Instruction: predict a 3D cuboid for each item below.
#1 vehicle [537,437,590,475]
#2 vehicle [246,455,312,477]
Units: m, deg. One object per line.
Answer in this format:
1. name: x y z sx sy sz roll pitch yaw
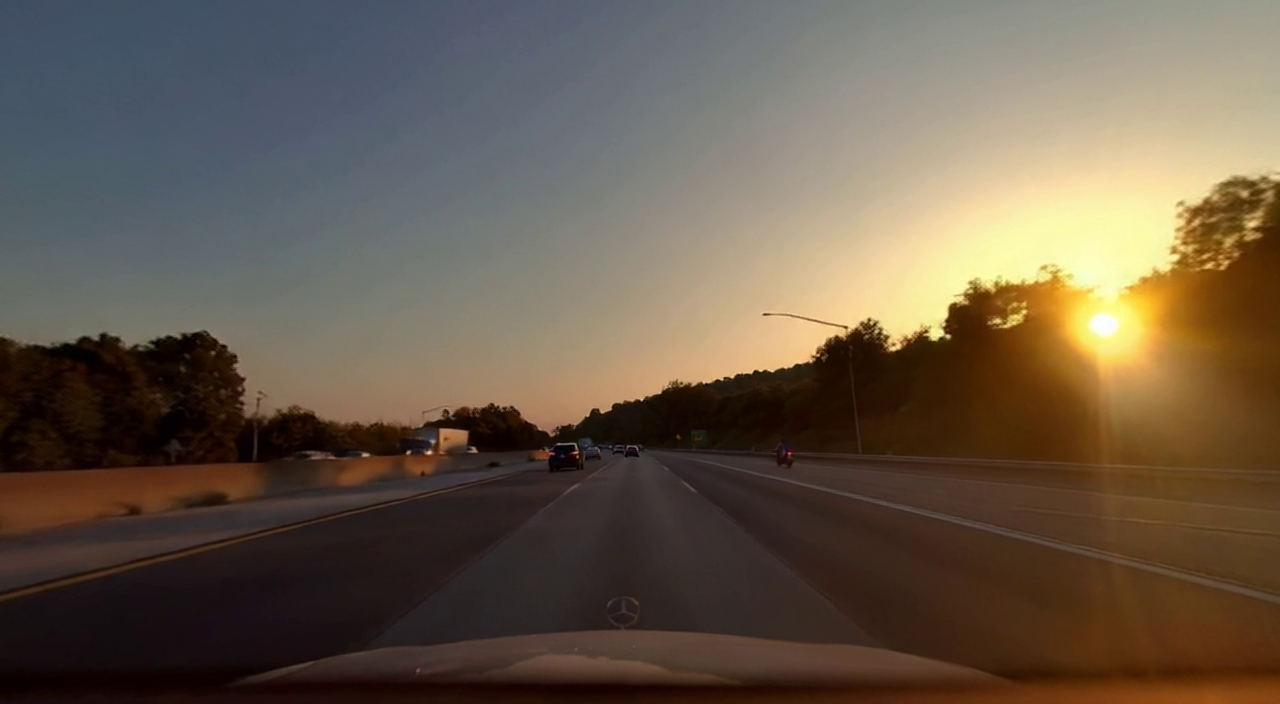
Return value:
1. vehicle: -3.799 5.246 32.104 2.114 1.774 4.427 0 -9 0
2. vehicle: -26.390 8.342 46.377 1.914 1.493 4.841 0 -9 1
